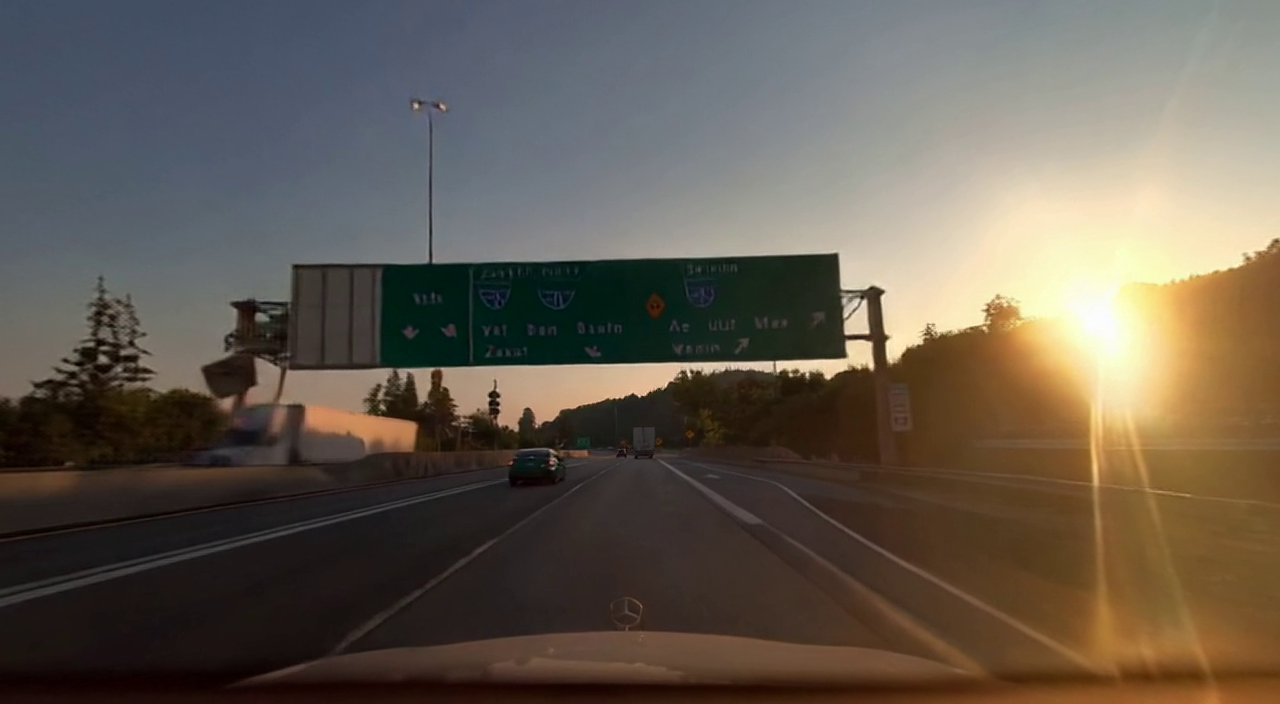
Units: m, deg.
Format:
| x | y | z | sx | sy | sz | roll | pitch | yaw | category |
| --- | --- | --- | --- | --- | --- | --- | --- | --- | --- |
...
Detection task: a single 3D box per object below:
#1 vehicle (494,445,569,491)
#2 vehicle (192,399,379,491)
| x | y | z | sx | sy | sz | roll | pitch | yaw | category |
| --- | --- | --- | --- | --- | --- | --- | --- | --- | --- |
| -3.721 | 4.072 | 22.444 | 1.886 | 1.465 | 4.119 | 0 | -9 | 1 | vehicle |
| -17.485 | 4.851 | 32.665 | 2.993 | 3.871 | 11.549 | 0 | -9 | 0 | vehicle |
